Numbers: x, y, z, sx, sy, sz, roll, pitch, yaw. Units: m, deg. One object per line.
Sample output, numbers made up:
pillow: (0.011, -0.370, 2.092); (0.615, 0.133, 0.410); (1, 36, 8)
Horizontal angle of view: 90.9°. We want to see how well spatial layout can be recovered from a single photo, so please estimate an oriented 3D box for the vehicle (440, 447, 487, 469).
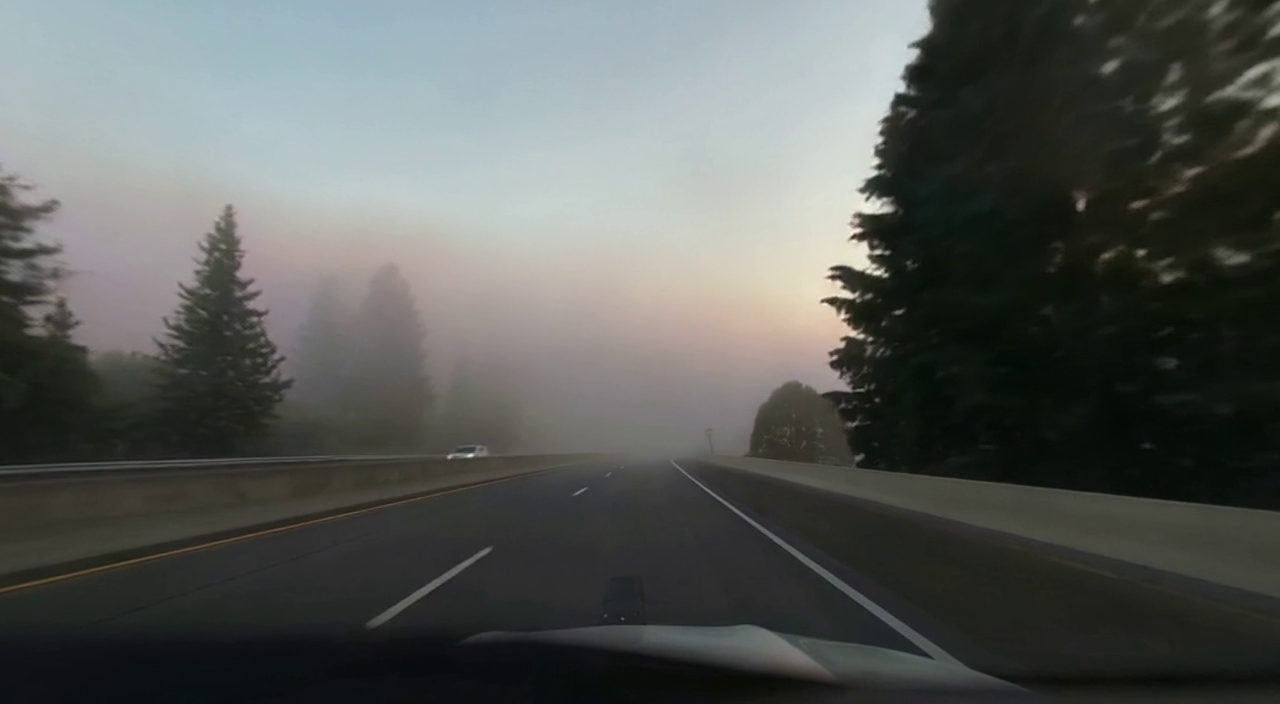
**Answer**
vehicle: (-12.752, 7.660, 45.797); (1.928, 1.475, 4.571); (0, -9, 2)
